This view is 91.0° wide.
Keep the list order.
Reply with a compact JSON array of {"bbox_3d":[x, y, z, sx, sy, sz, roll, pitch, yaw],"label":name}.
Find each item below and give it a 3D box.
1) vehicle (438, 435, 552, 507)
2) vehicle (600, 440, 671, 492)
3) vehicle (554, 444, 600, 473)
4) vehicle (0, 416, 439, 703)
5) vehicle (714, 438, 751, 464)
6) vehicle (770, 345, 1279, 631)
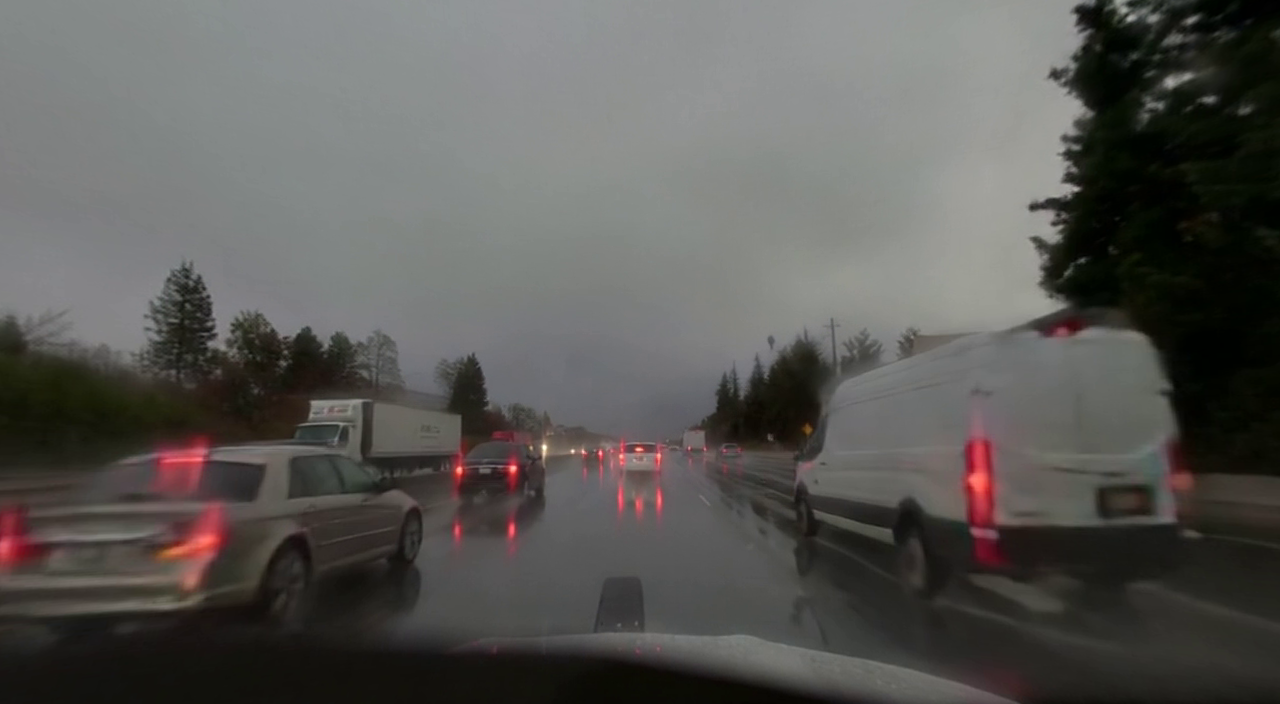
[{"bbox_3d":[-3.586,3.017,16.408,1.956,1.602,4.258,0,-9,0],"label":"vehicle"},{"bbox_3d":[-0.152,3.595,20.119,2.053,1.461,3.941,0,-9,-1],"label":"vehicle"},{"bbox_3d":[-3.339,5.770,34.206,2.062,1.459,4.365,0,-9,0],"label":"vehicle"},{"bbox_3d":[-3.579,1.415,5.510,2.098,1.463,4.578,0,-9,0],"label":"vehicle"},{"bbox_3d":[6.690,7.237,46.048,1.992,1.745,4.329,0,-9,-1],"label":"vehicle"},{"bbox_3d":[3.402,1.403,7.460,2.460,2.086,5.576,0,-9,-1],"label":"vehicle"}]
